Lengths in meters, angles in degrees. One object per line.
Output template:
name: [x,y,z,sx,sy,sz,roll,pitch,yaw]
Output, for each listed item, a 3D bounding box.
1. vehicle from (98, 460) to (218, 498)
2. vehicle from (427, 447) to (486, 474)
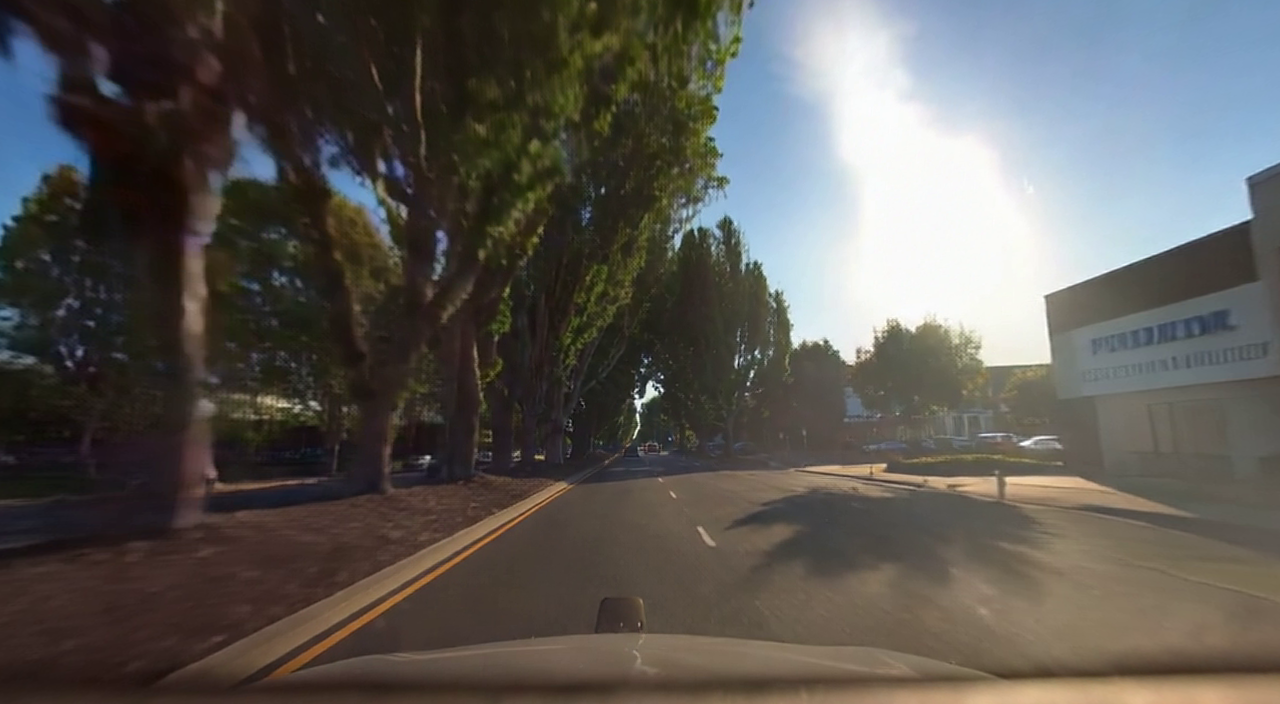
vehicle: [-21.438,5.625,28.374,1.847,1.454,4.413,0,-9,1]
vehicle: [-10.862,6.463,37.804,2.031,1.481,4.577,-1,-9,2]
